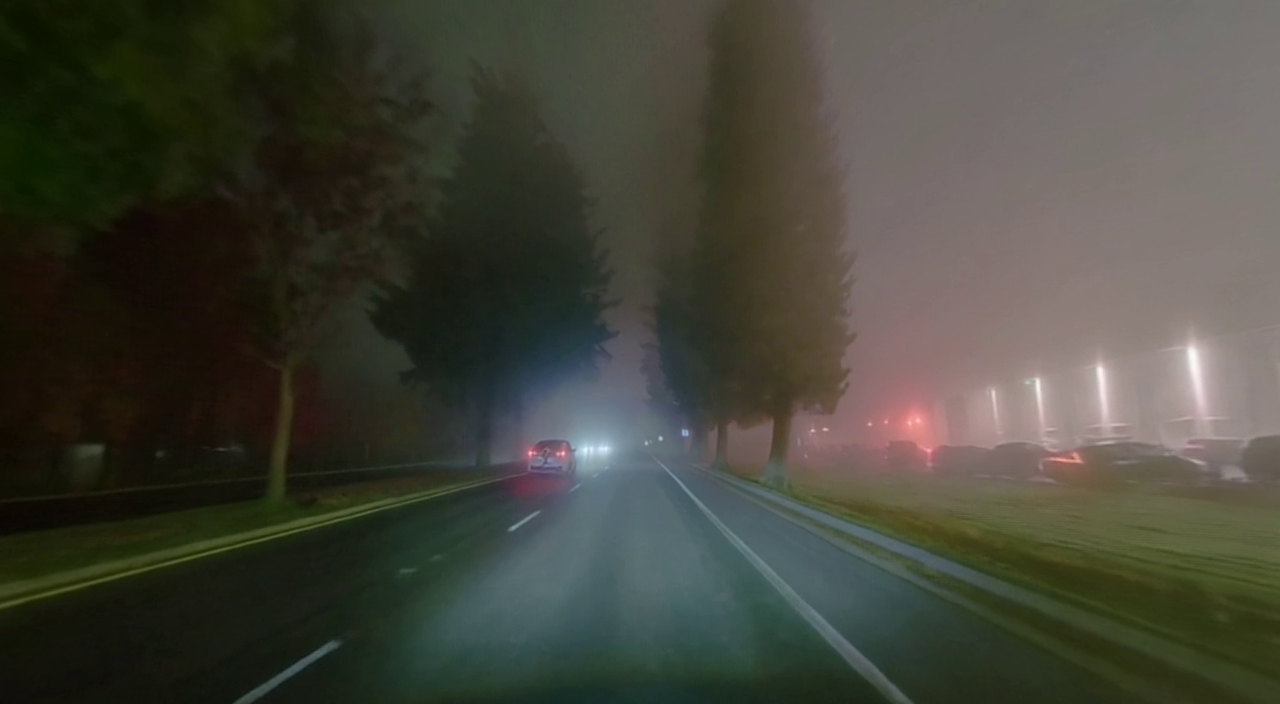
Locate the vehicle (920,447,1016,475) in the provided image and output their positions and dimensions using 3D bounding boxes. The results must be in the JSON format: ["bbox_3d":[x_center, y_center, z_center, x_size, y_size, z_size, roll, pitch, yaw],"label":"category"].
[{"bbox_3d":[17.840,5.911,34.440,4.230,1.384,1.882,1,-8,-7],"label":"vehicle"}]

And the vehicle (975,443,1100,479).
[{"bbox_3d":[18.488,5.042,29.520,4.520,1.557,2.056,1,-8,-7],"label":"vehicle"}]

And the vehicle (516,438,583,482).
[{"bbox_3d":[-3.458,4.193,24.911,2.030,1.550,3.925,0,-8,1],"label":"vehicle"}]

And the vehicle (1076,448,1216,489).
[{"bbox_3d":[19.396,4.446,24.307,3.870,1.459,1.869,0,-8,-5],"label":"vehicle"}]
